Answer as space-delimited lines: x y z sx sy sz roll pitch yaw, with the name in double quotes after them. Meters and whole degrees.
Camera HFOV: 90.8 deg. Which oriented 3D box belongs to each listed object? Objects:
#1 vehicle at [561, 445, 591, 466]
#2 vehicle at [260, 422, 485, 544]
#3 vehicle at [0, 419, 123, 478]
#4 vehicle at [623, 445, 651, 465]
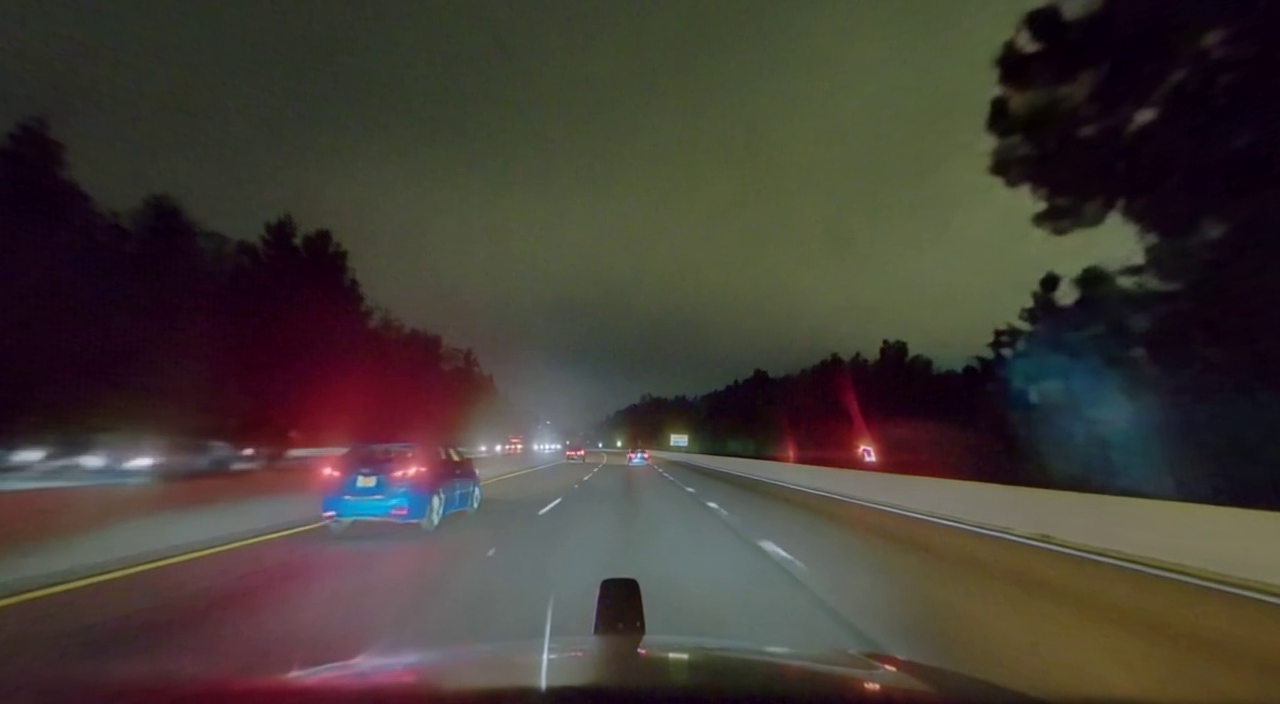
-4.982 8.126 49.735 2.054 1.500 4.469 0 -9 -2 "vehicle"
-4.230 2.128 10.880 2.088 1.675 4.108 0 -9 -1 "vehicle"
-17.455 2.724 17.836 1.846 1.488 4.503 0 -9 -1 "vehicle"
-0.255 7.912 48.484 2.008 1.499 3.192 0 -9 -3 "vehicle"
